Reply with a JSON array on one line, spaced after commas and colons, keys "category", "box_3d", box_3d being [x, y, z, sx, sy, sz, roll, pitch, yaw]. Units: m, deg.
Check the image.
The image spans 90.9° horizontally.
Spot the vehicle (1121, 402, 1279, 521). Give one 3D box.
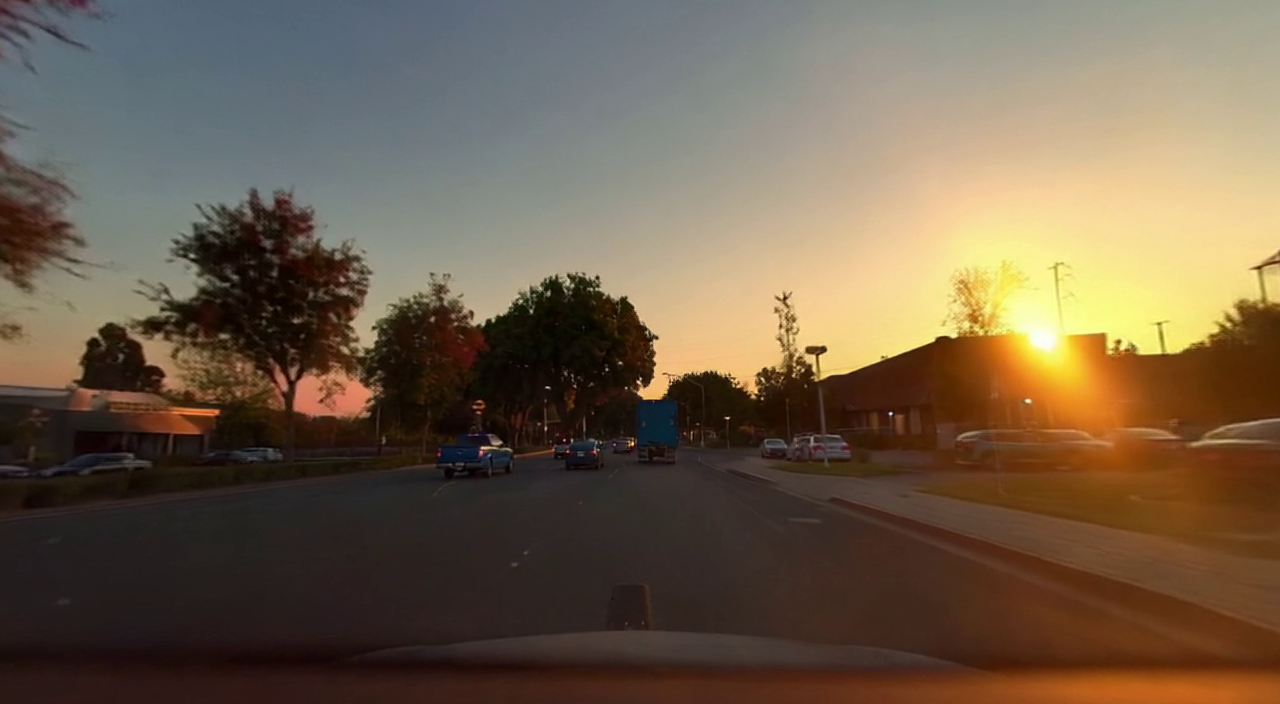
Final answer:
[{"category": "vehicle", "box_3d": [10.393, 1.640, 9.702, 4.335, 1.618, 1.973, 0, -9, -1]}]

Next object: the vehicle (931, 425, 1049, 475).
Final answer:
[{"category": "vehicle", "box_3d": [12.563, 3.566, 23.018, 1.880, 1.642, 4.523, -1, -8, 3]}]

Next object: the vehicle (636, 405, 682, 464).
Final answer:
[{"category": "vehicle", "box_3d": [1.225, 5.798, 43.698, 2.905, 3.644, 8.441, 0, -8, 1]}]

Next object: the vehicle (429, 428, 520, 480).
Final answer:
[{"category": "vehicle", "box_3d": [-6.573, 4.129, 25.725, 2.149, 1.893, 5.187, 0, -8, 2]}]

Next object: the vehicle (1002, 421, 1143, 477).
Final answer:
[{"category": "vehicle", "box_3d": [15.178, 3.433, 22.473, 1.995, 1.785, 4.343, 0, -8, 1]}]

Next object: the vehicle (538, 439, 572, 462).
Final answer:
[{"category": "vehicle", "box_3d": [-6.346, 7.426, 47.481, 1.908, 1.616, 4.089, 0, -8, 2]}]

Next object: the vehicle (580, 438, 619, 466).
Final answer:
[{"category": "vehicle", "box_3d": [-2.566, 6.516, 41.182, 2.114, 1.663, 4.381, 0, -8, 2]}]

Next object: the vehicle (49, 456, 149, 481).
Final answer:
[{"category": "vehicle", "box_3d": [-33.673, 7.233, 39.306, 4.409, 1.480, 2.092, -1, -8, 3]}]
